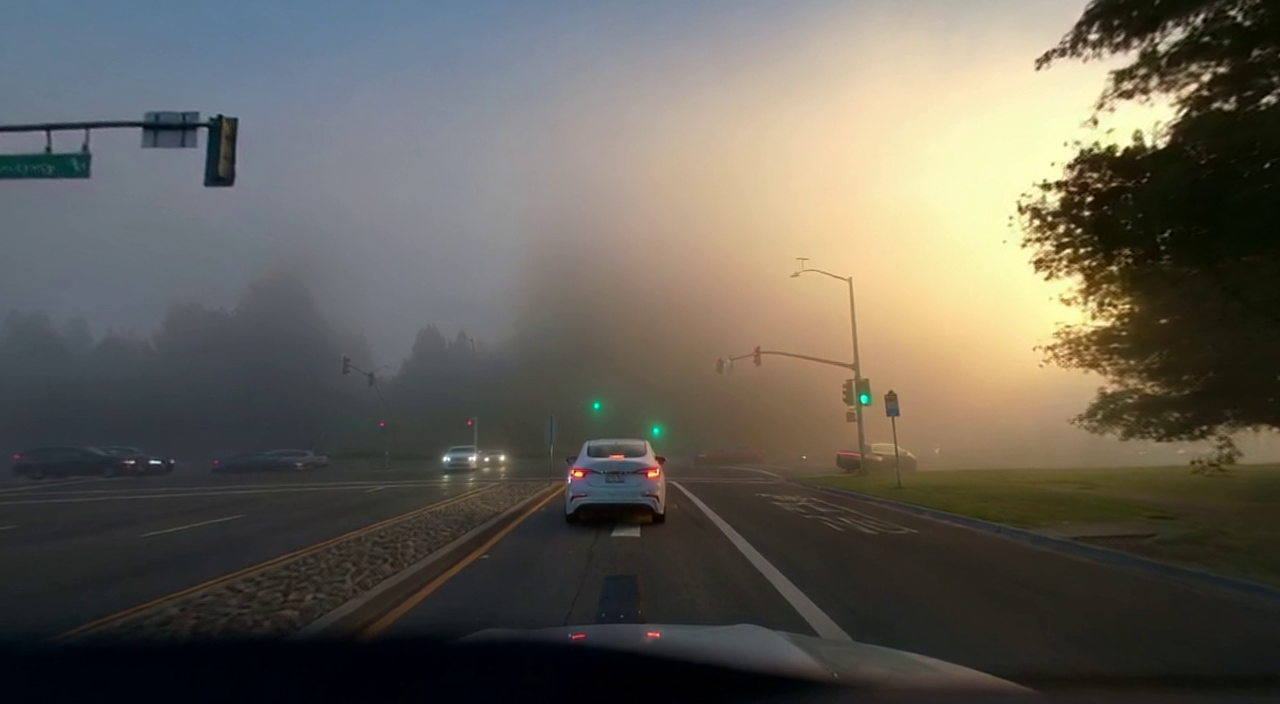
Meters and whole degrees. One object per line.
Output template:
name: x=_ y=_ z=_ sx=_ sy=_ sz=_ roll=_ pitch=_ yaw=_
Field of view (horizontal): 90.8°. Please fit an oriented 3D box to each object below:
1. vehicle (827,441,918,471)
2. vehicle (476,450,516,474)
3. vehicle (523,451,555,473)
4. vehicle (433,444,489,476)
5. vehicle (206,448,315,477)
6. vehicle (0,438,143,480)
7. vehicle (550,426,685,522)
vehicle: x=12.452 y=5.522 z=33.776 sx=4.601 sy=1.485 sz=1.929 roll=4 pitch=-9 yaw=-27
vehicle: x=-10.259 y=7.895 z=45.420 sx=2.078 sy=1.534 sz=4.646 roll=1 pitch=-8 yaw=-4
vehicle: x=-7.402 y=8.088 z=46.732 sx=2.077 sy=1.449 sz=4.838 roll=1 pitch=-8 yaw=-6
vehicle: x=-9.044 y=5.473 z=32.331 sx=2.073 sy=1.459 sz=4.495 roll=1 pitch=-8 yaw=-7
vehicle: x=-20.044 y=5.862 z=33.609 sx=4.548 sy=1.449 sz=1.802 roll=2 pitch=-8 yaw=-13
vehicle: x=-25.747 y=4.770 z=28.351 sx=4.877 sy=1.754 sz=1.978 roll=2 pitch=-8 yaw=-13
vehicle: x=-0.371 y=2.221 z=12.086 sx=2.112 sy=1.479 sz=4.264 roll=0 pitch=-8 yaw=-1
